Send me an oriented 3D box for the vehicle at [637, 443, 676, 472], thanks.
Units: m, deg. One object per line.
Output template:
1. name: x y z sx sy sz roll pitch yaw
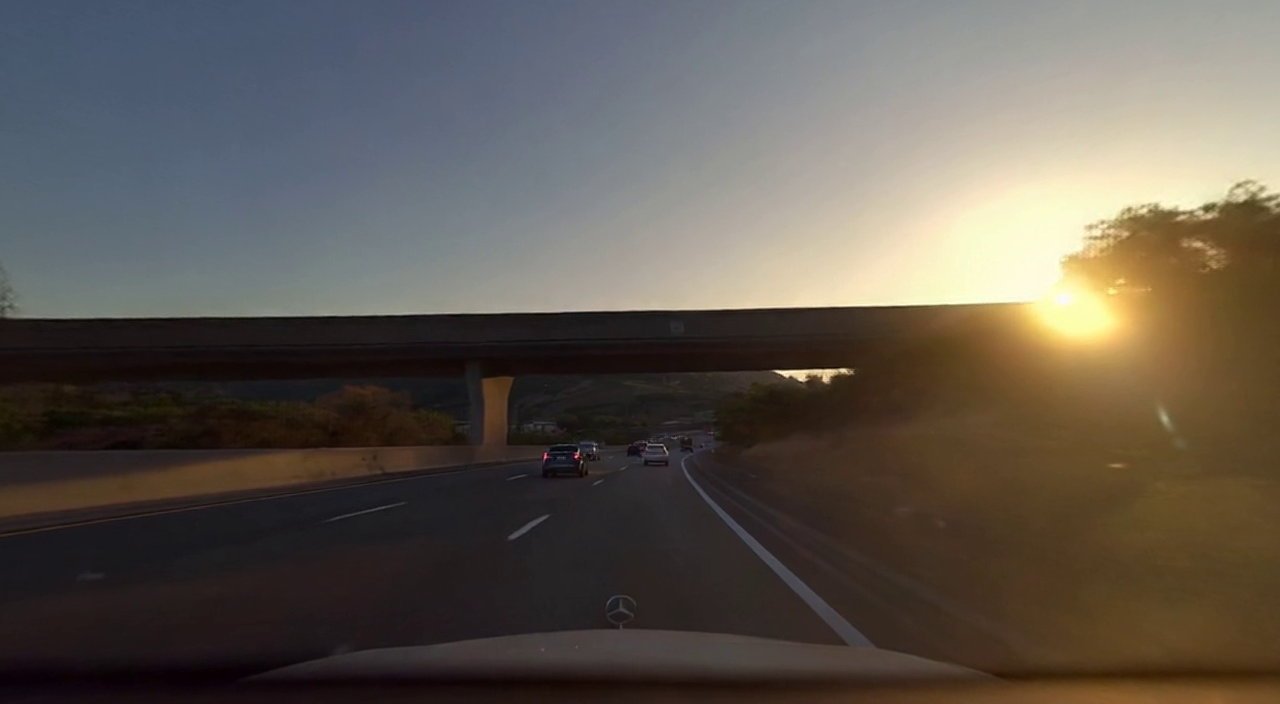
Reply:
1. vehicle: 0.971 6.036 36.182 2.129 1.502 4.321 0 -9 2

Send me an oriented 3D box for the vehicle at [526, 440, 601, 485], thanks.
1. vehicle: -2.857 4.262 24.565 2.129 1.563 4.387 -1 -9 3
